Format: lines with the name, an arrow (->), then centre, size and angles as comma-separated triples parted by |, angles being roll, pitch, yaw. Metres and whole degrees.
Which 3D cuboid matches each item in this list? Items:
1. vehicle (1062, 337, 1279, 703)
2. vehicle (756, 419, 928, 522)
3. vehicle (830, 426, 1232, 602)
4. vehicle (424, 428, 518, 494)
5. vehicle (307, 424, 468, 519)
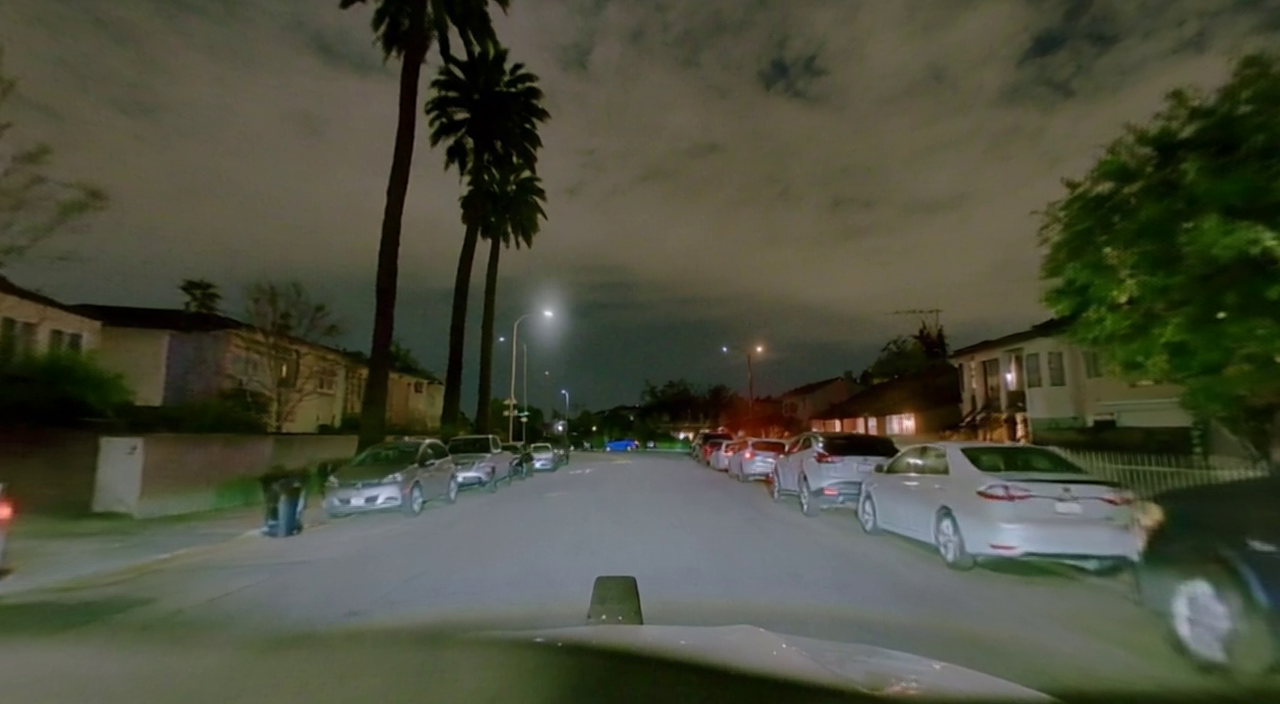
vehicle -> 4.107, 0.761, 2.254 | 1.964, 1.889, 4.708 | 0, -8, 1
vehicle -> 4.018, 2.442, 13.598 | 2.116, 1.817, 4.652 | 0, -8, -1
vehicle -> 4.153, 1.766, 7.999 | 1.870, 1.506, 4.897 | 0, -8, -1
vehicle -> -5.321, 3.485, 20.658 | 1.963, 1.859, 4.884 | 0, -8, -3
vehicle -> -5.505, 2.639, 14.508 | 1.947, 1.803, 4.381 | 0, -8, -1
